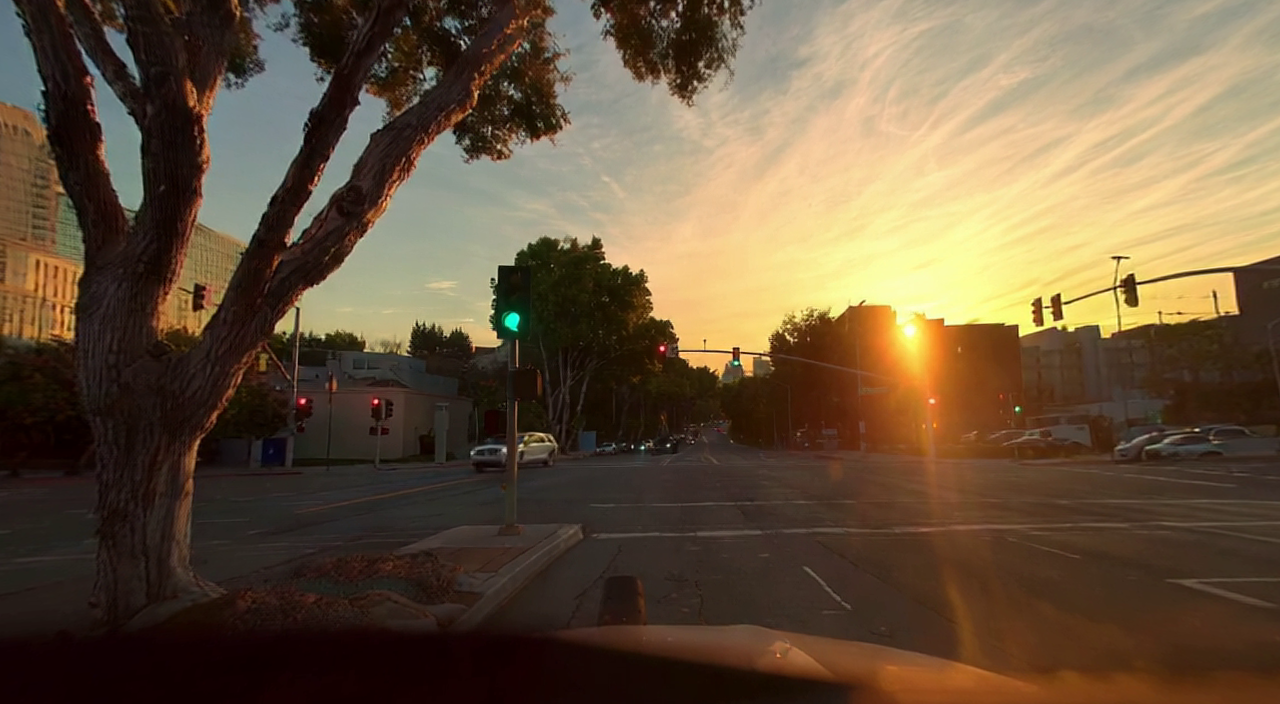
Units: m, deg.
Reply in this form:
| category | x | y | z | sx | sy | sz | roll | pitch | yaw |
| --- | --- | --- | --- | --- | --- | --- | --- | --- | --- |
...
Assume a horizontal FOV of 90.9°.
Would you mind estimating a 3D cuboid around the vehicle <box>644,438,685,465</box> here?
| category | x | y | z | sx | sy | sz | roll | pitch | yaw |
| --- | --- | --- | --- | --- | --- | --- | --- | --- | --- |
| vehicle | 1.741 | 6.774 | 43.256 | 2.197 | 1.739 | 4.177 | -2 | -8 | 10 |

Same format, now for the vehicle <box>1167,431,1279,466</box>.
| category | x | y | z | sx | sy | sz | roll | pitch | yaw |
| --- | --- | --- | --- | --- | --- | --- | --- | --- | --- |
| vehicle | 26.289 | 4.246 | 27.890 | 4.644 | 1.470 | 1.922 | 1 | -8 | -10 |

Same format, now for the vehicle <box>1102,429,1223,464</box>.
| category | x | y | z | sx | sy | sz | roll | pitch | yaw |
| --- | --- | --- | --- | --- | --- | --- | --- | --- | --- |
| vehicle | 25.921 | 4.674 | 31.352 | 4.441 | 1.674 | 2.035 | 1 | -8 | -8 |

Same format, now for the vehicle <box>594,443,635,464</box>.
| category | x | y | z | sx | sy | sz | roll | pitch | yaw |
| --- | --- | --- | --- | --- | --- | --- | --- | --- | --- |
| vehicle | -1.844 | 7.436 | 46.501 | 2.076 | 1.476 | 3.873 | -2 | -8 | 13 |

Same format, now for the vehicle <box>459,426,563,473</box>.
| category | x | y | z | sx | sy | sz | roll | pitch | yaw |
| --- | --- | --- | --- | --- | --- | --- | --- | --- | --- |
| vehicle | -6.830 | 5.404 | 35.199 | 2.775 | 2.246 | 9.043 | -1 | -8 | 8 |
